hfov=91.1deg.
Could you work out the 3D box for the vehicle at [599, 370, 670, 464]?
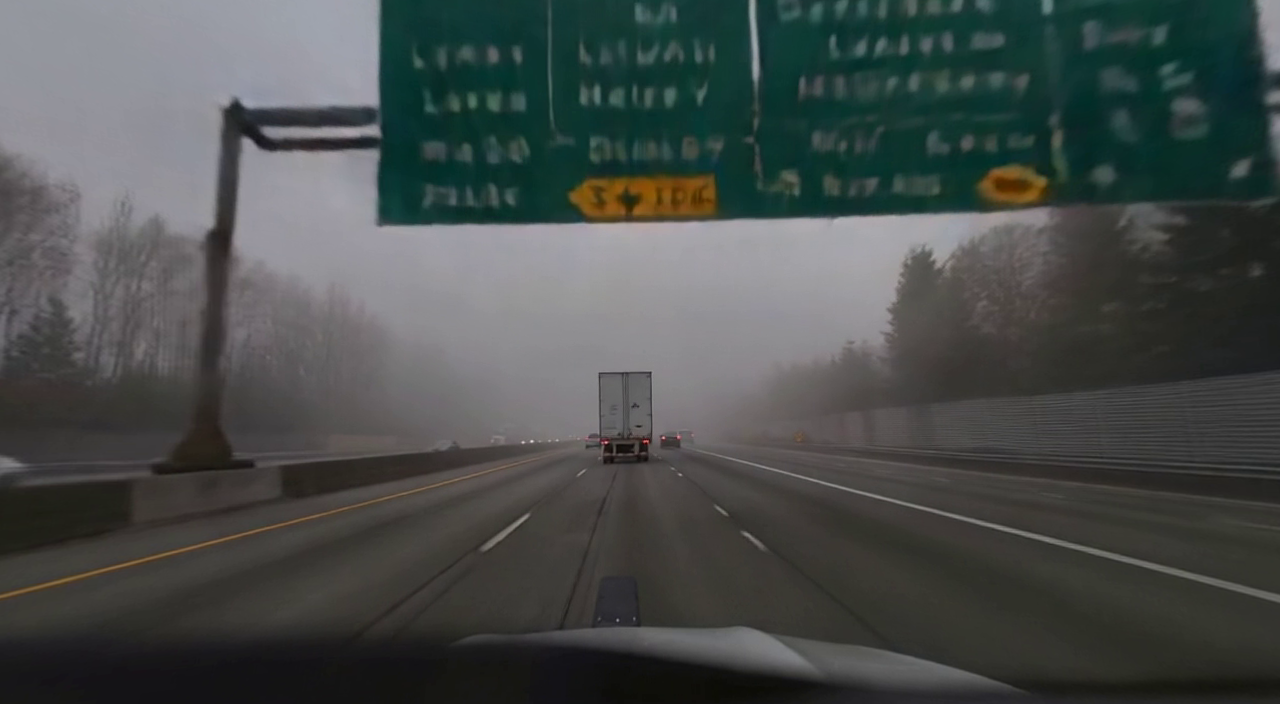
[{"bbox_3d":[-0.315,3.828,34.837,2.965,3.972,16.689,0,-8,-1],"label":"vehicle"}]
